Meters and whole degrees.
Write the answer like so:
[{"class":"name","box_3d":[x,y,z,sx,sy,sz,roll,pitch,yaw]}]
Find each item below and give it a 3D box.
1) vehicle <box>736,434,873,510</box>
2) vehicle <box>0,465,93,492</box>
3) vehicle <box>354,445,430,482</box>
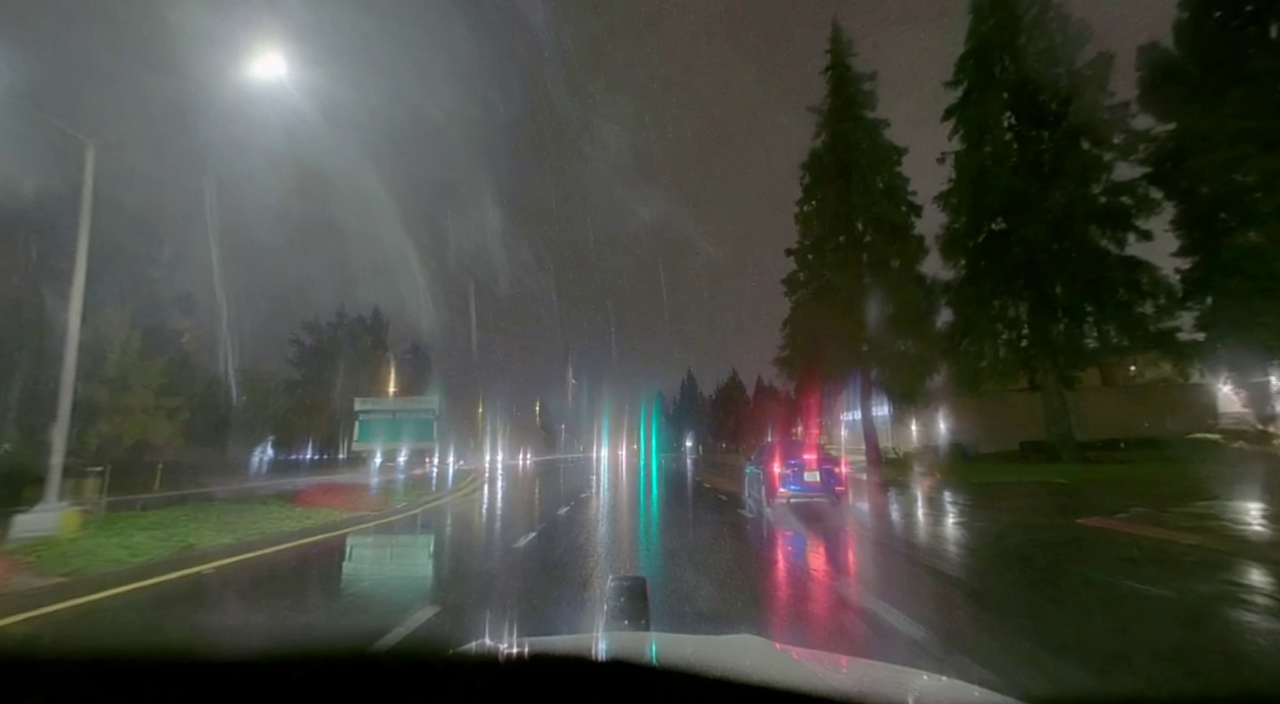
[{"class":"vehicle","box_3d":[3.544,2.663,14.519,1.977,1.474,4.399,0,-8,0]},{"class":"vehicle","box_3d":[-36.316,7.628,38.076,4.625,1.451,1.942,0,-8,1]},{"class":"vehicle","box_3d":[-12.432,5.578,31.914,1.975,1.697,4.265,0,-8,1]}]
